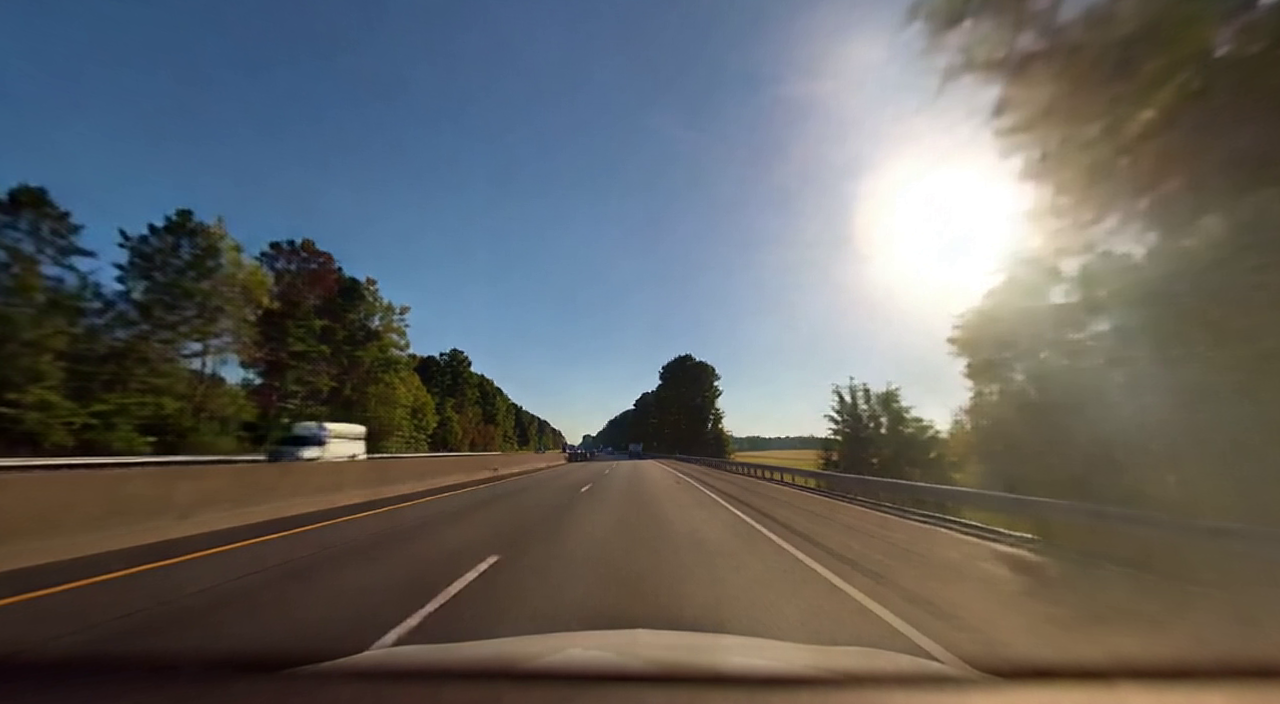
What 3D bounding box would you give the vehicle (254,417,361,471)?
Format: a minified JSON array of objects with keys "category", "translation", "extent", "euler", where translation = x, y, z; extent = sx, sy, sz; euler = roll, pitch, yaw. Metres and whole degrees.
[{"category":"vehicle","translation":[-16.283,4.600,31.326],"extent":[2.300,2.421,5.411],"euler":[0,-9,0]}]
